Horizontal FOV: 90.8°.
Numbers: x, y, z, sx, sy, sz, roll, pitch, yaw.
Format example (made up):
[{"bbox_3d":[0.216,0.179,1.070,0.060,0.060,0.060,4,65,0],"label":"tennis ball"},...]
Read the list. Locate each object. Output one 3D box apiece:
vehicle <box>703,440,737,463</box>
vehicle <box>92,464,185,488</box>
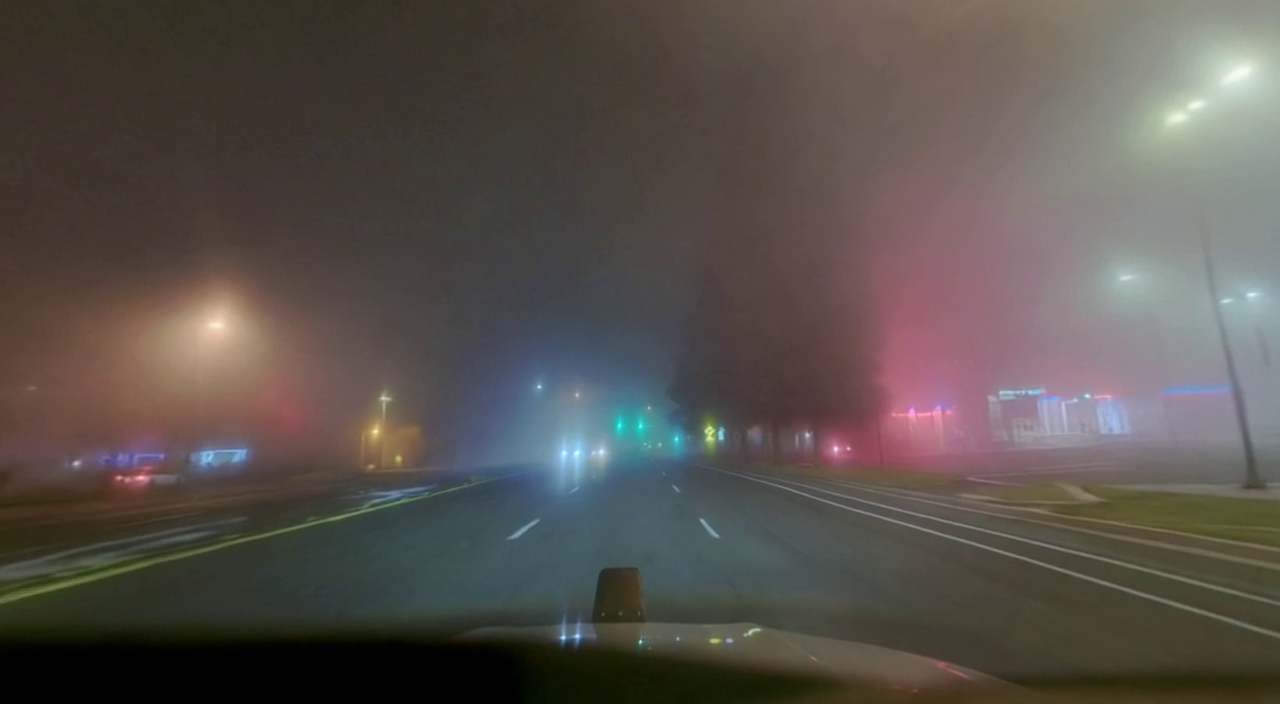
[{"bbox_3d":[6.057,7.566,48.227,1.986,1.682,4.341,0,-8,0],"label":"vehicle"},{"bbox_3d":[-32.513,8.017,41.027,4.359,1.405,1.831,0,-8,-1],"label":"vehicle"}]
